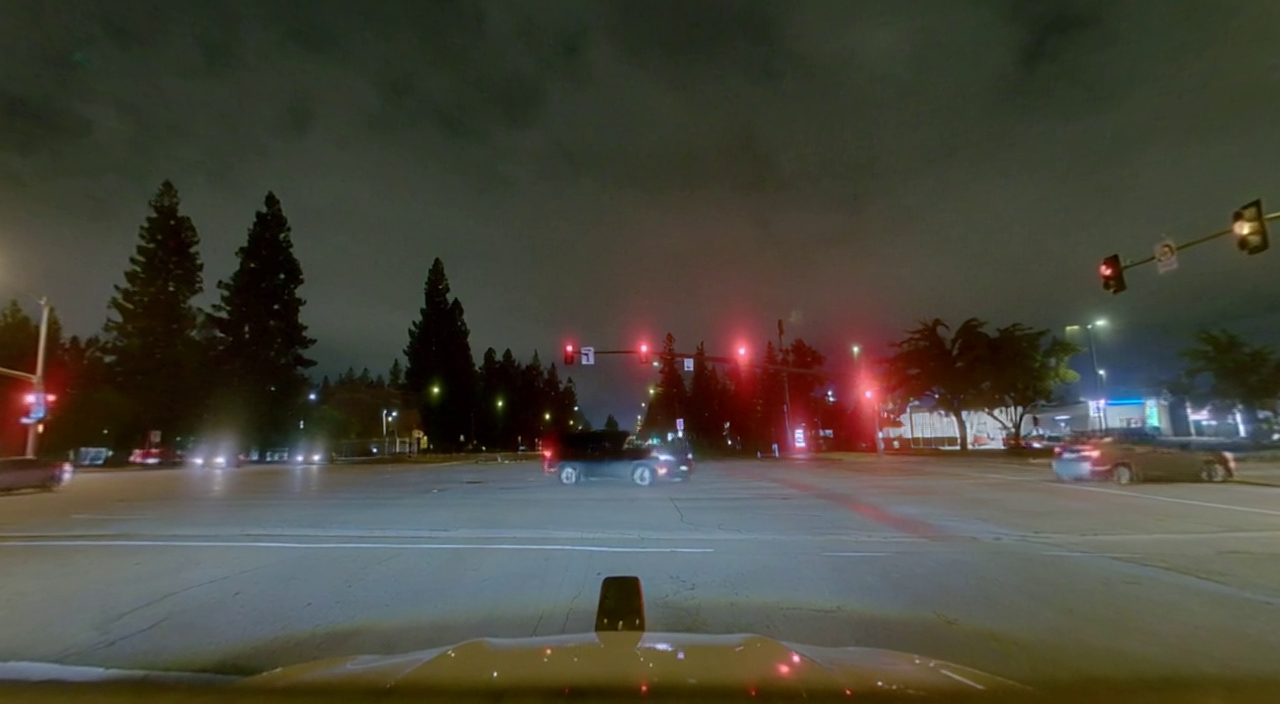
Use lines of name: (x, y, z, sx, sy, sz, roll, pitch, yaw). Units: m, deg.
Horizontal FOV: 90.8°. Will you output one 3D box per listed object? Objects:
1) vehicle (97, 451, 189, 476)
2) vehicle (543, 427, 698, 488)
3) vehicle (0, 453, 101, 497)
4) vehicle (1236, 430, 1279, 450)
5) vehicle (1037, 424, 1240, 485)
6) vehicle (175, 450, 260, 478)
vehicle: (-38.339, 8.652, 48.999, 5.034, 1.827, 2.901, 7, -11, -28)
vehicle: (-0.764, 3.803, 23.007, 5.310, 1.972, 2.223, -6, -10, 34)
vehicle: (-23.224, 4.546, 23.676, 1.909, 1.473, 4.571, 0, -9, 1)
vehicle: (45.659, 6.302, 45.219, 1.786, 1.412, 4.330, 0, -9, 0)
vehicle: (14.392, 2.976, 18.447, 4.180, 1.678, 1.982, 0, -9, -1)
vehicle: (-26.655, 7.064, 40.066, 2.135, 1.637, 4.582, 0, -9, 1)
